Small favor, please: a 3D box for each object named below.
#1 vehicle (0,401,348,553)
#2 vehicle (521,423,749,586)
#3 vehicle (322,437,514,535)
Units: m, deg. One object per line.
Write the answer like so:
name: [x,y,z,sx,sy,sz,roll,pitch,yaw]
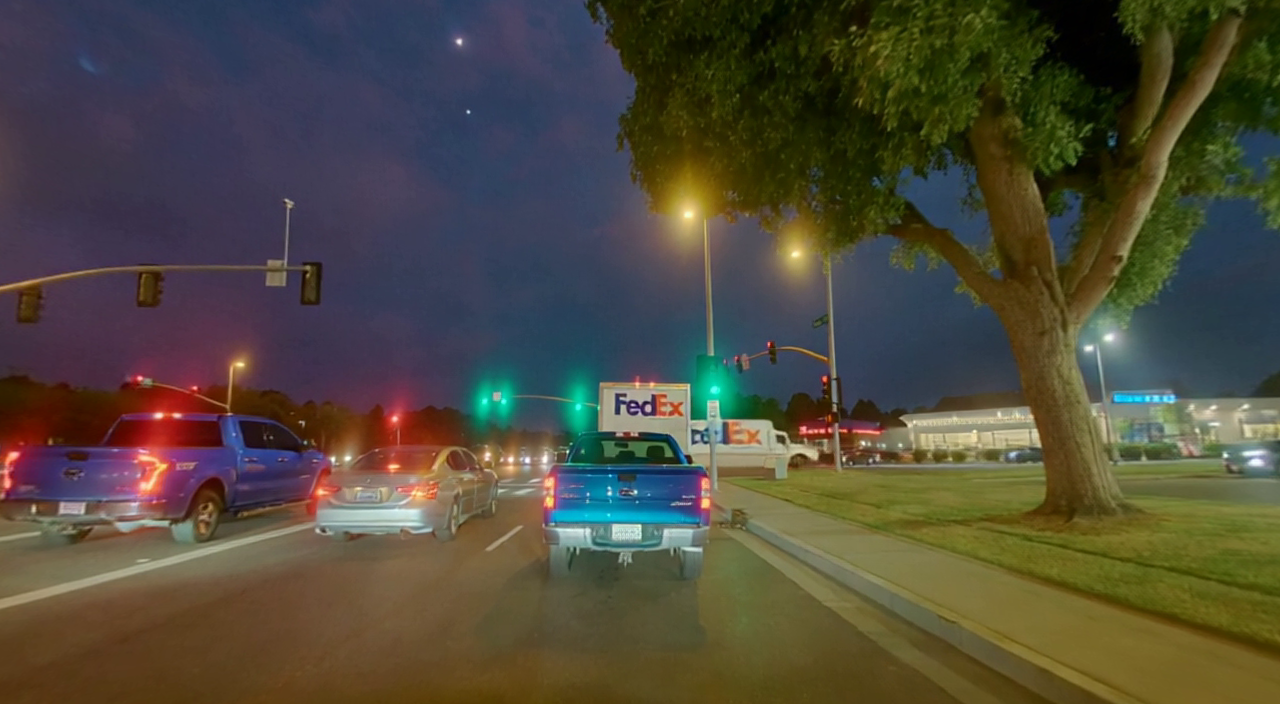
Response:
vehicle: [-7.300,1.981,10.718,2.125,1.893,5.498,0,-9,-2]
vehicle: [-0.047,1.764,8.124,2.145,1.513,4.269,0,-9,0]
vehicle: [-3.878,2.398,11.923,1.949,1.487,4.390,0,-9,1]
